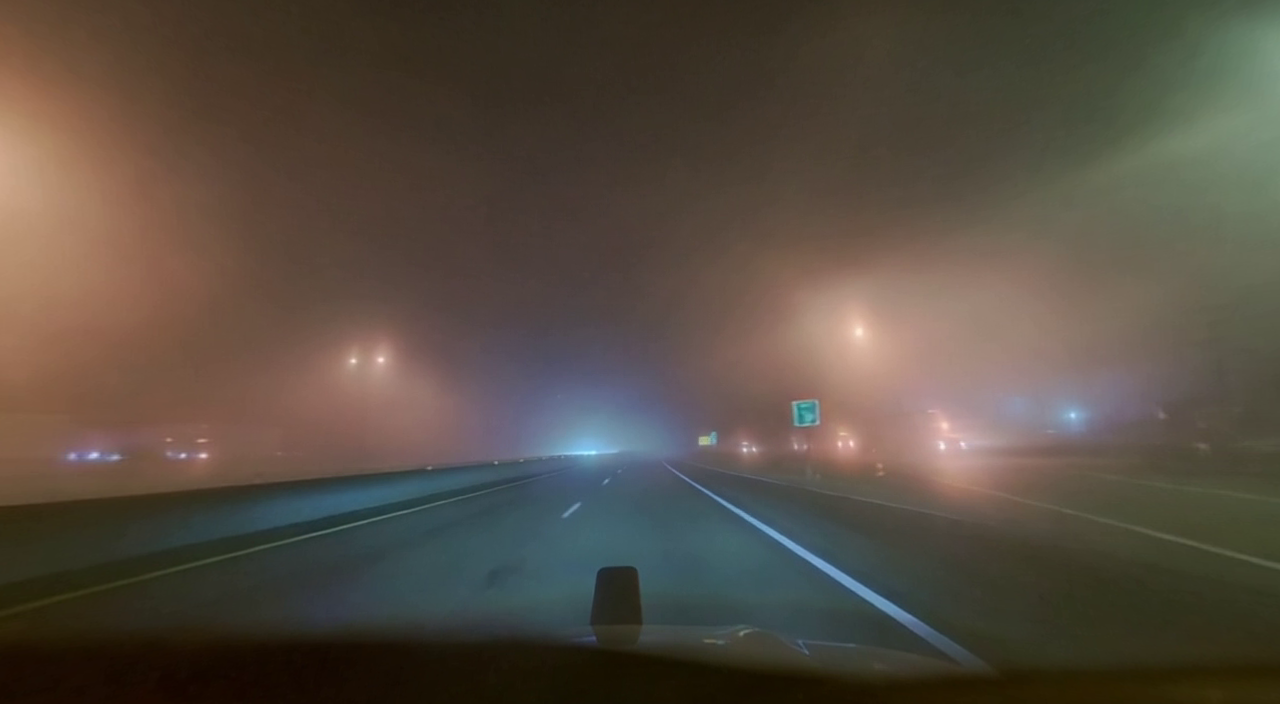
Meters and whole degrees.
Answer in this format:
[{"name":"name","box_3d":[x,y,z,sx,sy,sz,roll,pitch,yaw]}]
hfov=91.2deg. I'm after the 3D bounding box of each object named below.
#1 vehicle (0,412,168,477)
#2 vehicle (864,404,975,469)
[{"name":"vehicle","box_3d":[-34.831,5.081,33.938,2.758,3.295,20.564,-3,-10,0]},{"name":"vehicle","box_3d":[20.588,6.447,47.745,2.840,4.125,15.151,-1,-8,5]}]
